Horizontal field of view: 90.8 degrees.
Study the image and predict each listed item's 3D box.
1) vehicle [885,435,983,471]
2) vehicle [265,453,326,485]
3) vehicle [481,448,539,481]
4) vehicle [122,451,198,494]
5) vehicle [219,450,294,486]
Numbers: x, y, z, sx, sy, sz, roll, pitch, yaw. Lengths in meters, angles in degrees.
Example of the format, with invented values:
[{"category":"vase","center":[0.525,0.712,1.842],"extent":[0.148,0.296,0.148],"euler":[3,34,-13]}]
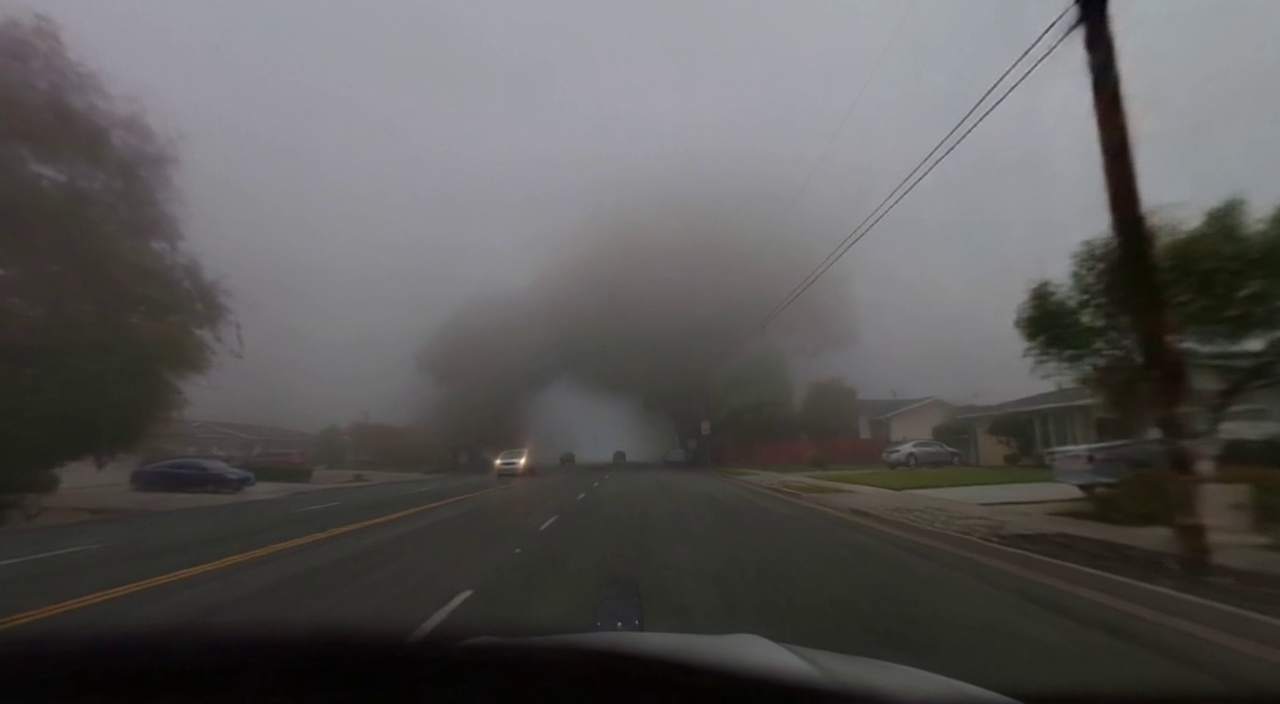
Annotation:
[{"category":"vehicle","center":[15.240,5.269,32.773],"extent":[4.362,1.702,2.333],"euler":[6,-11,-27]},{"category":"vehicle","center":[-22.388,7.555,40.974],"extent":[4.273,1.797,2.129],"euler":[-6,-12,44]},{"category":"vehicle","center":[-7.564,6.578,37.359],"extent":[2.194,1.761,5.282],"euler":[0,-9,1]},{"category":"vehicle","center":[-22.610,5.589,29.718],"extent":[2.253,1.768,4.266],"euler":[8,-12,-43]},{"category":"vehicle","center":[-22.945,6.834,37.676],"extent":[5.429,1.949,2.437],"euler":[-9,-12,44]}]
